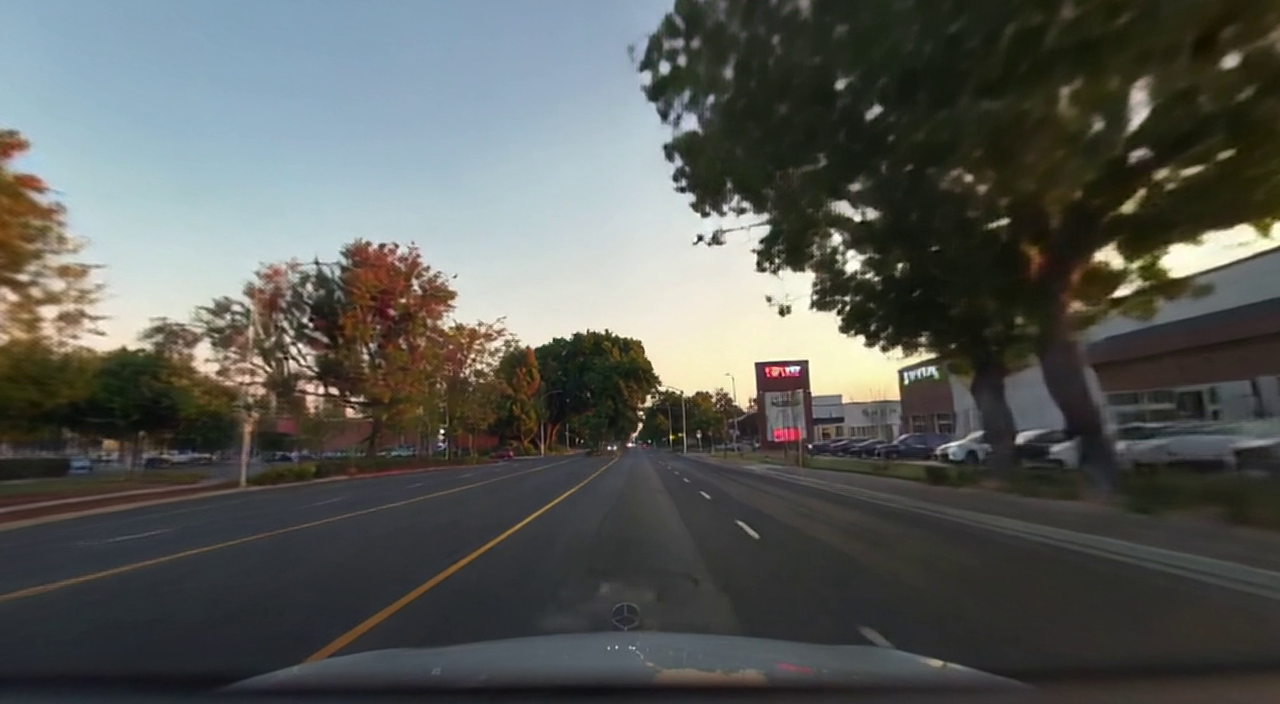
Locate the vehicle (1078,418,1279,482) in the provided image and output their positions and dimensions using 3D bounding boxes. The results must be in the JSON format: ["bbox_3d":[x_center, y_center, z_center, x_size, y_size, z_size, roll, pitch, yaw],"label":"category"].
[{"bbox_3d":[15.437,2.781,18.034,4.339,1.673,2.018,0,-8,-2],"label":"vehicle"}]
